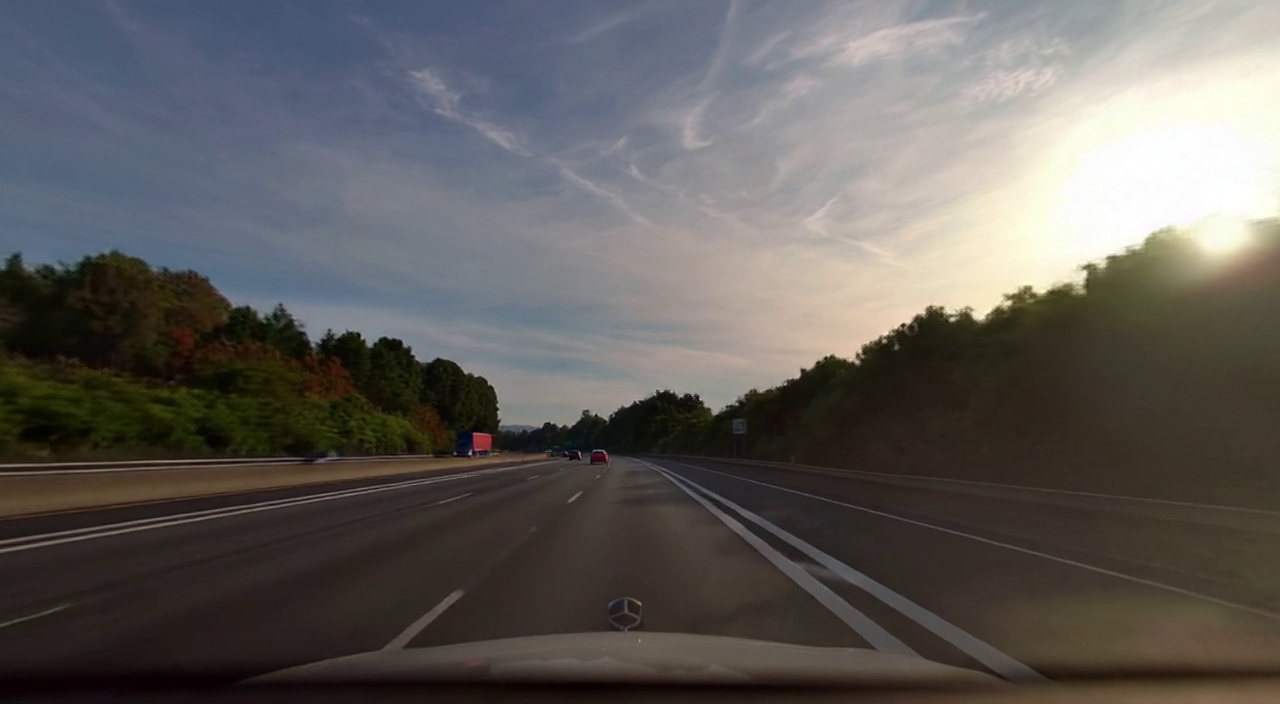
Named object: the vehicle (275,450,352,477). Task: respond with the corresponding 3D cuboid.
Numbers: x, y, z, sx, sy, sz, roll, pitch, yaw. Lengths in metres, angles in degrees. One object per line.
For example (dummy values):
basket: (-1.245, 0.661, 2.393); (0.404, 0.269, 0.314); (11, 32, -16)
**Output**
vehicle: (-22.377, 7.626, 43.572); (2.447, 1.711, 5.585); (0, -9, -1)
